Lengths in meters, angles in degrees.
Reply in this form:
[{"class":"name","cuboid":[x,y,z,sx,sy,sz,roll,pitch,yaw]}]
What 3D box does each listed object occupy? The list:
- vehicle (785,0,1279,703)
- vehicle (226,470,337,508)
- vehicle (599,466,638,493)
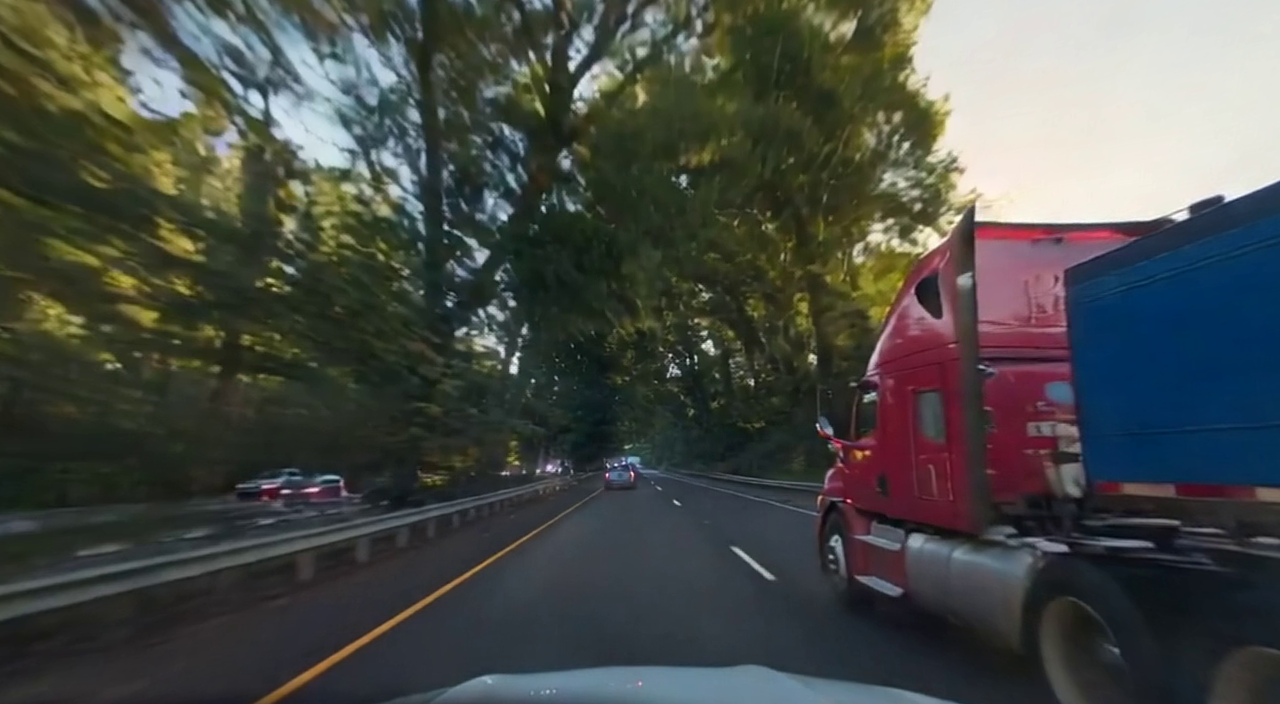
[{"class":"vehicle","cuboid":[3.588,0.048,3.988,3.019,4.226,9.221,1,-11,0]},{"class":"vehicle","cuboid":[-15.399,5.904,27.436,1.913,1.435,5.140,1,-11,-2]},{"class":"vehicle","cuboid":[-1.141,7.009,34.738,2.032,1.407,3.641,1,-11,-1]}]
